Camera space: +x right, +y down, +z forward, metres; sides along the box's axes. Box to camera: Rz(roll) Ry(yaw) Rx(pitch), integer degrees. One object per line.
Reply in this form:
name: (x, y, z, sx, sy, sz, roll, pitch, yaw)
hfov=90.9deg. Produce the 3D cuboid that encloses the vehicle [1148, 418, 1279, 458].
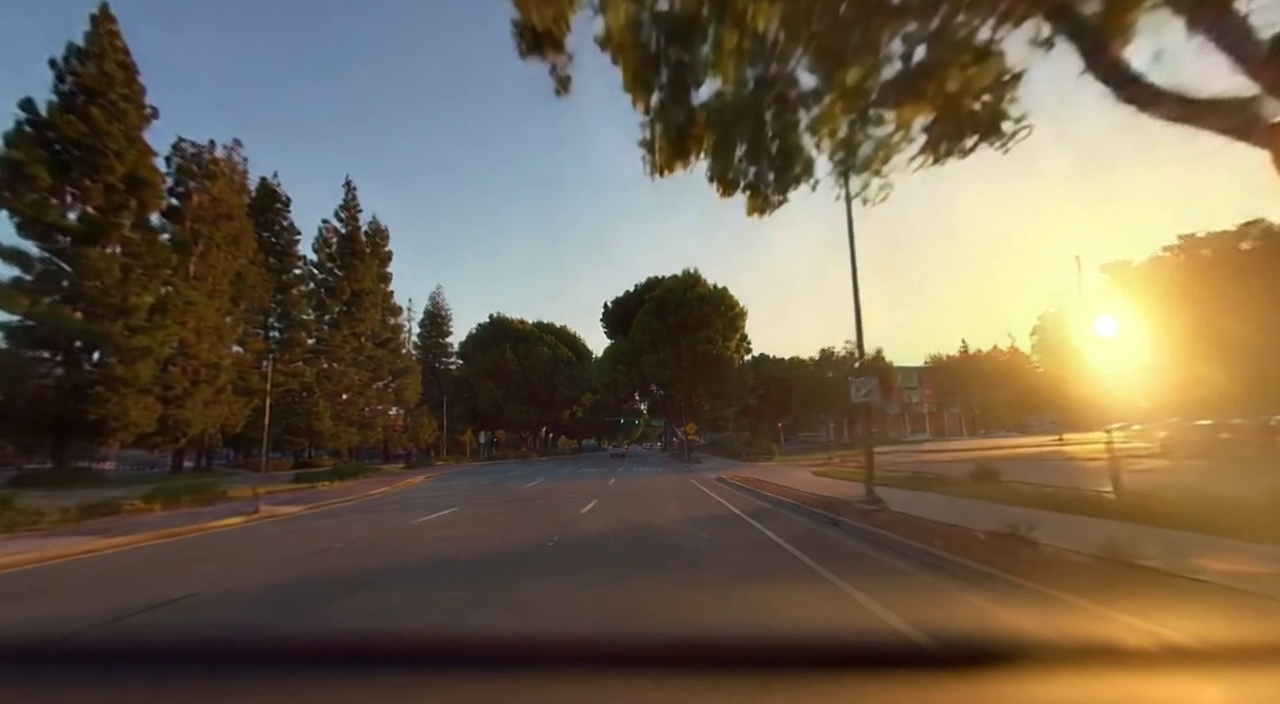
vehicle: (25.976, 3.888, 28.420, 4.384, 1.682, 1.866, -1, -9, 3)
